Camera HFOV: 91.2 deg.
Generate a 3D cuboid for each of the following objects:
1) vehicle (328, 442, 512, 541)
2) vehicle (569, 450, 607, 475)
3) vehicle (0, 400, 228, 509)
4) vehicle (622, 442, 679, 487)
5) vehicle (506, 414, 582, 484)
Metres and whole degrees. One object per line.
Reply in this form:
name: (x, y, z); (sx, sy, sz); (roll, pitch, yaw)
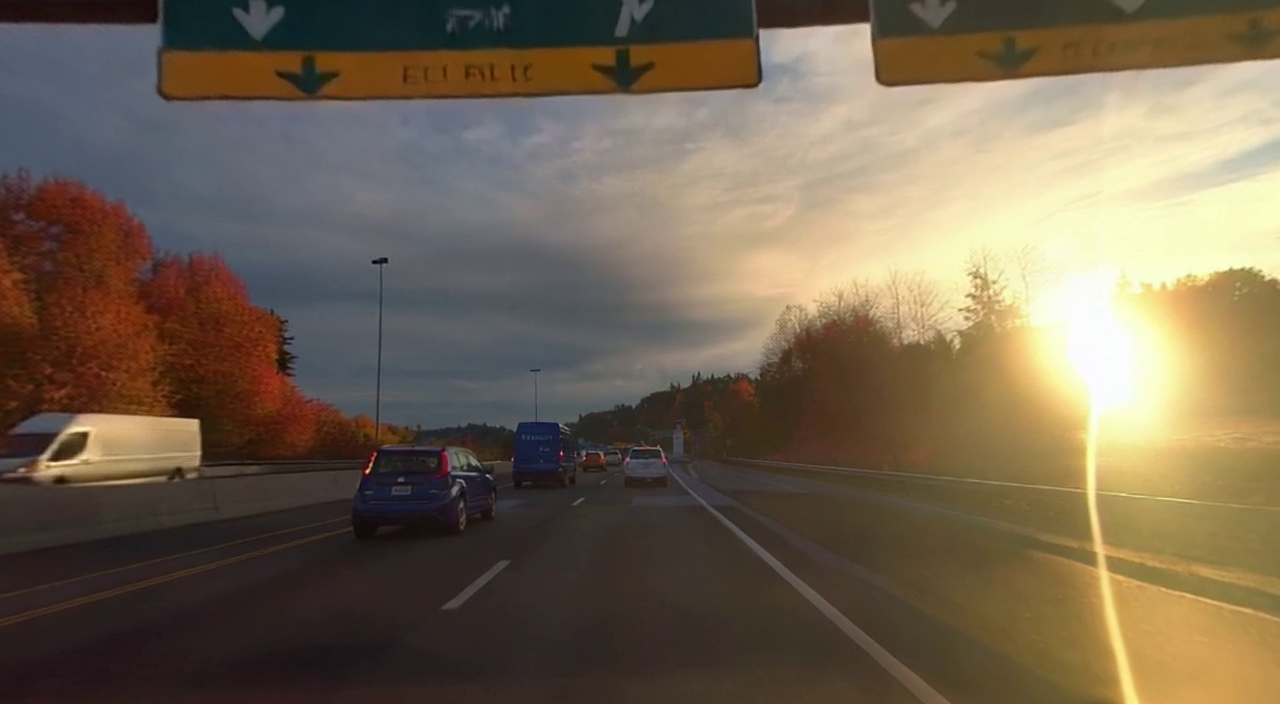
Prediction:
vehicle: (-3.790, 2.459, 11.671); (1.977, 1.485, 3.973); (0, -9, 0)
vehicle: (-3.292, 7.089, 40.602); (2.015, 1.496, 4.312); (0, -9, 1)
vehicle: (-22.171, 4.260, 26.389); (2.958, 3.709, 9.339); (-1, -9, 2)
vehicle: (0.421, 4.626, 26.023); (2.195, 1.679, 4.070); (0, -9, 0)
vehicle: (-3.990, 4.222, 27.279); (2.275, 2.692, 5.810); (0, -9, 1)
